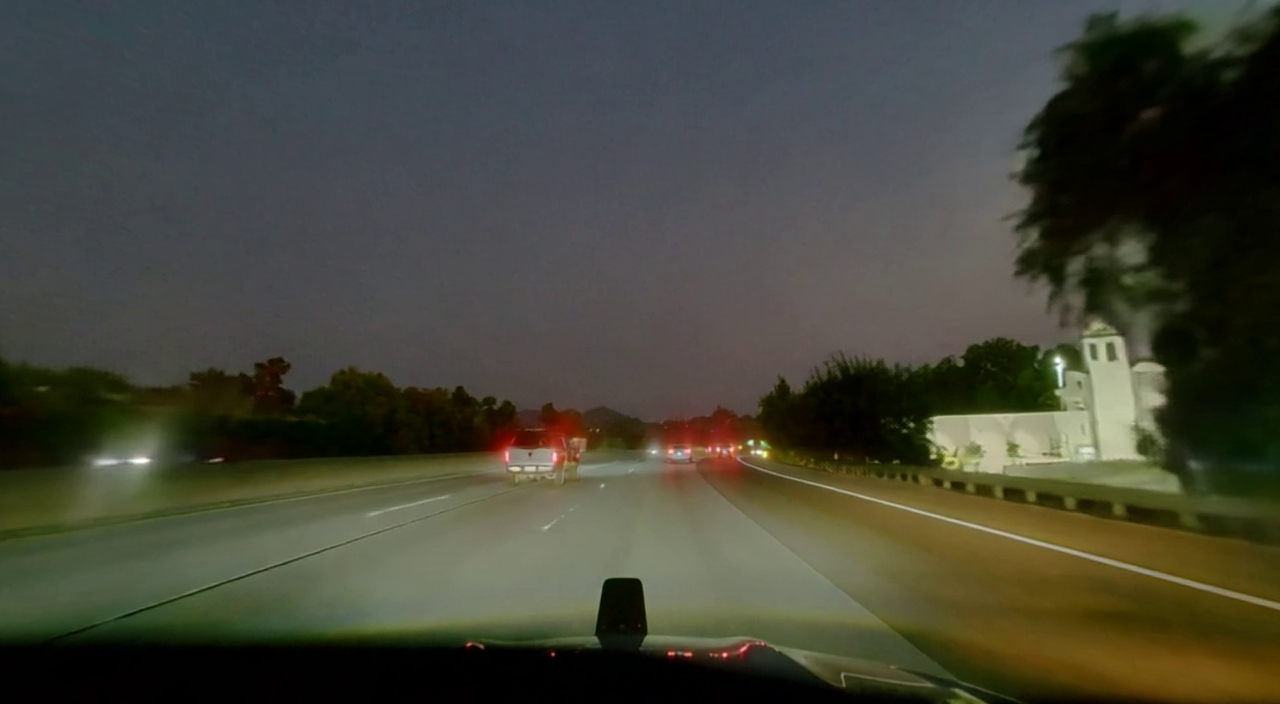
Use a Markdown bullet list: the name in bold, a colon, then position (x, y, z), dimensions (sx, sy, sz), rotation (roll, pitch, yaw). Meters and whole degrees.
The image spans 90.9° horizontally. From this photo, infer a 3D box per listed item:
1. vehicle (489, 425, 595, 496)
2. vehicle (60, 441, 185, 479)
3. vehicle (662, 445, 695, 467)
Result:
- **vehicle**: position (-2.711, 3.186, 18.835), dimensions (2.185, 1.823, 4.854), rotation (0, -9, 3)
- **vehicle**: position (-23.286, 4.862, 28.645), dimensions (1.869, 1.599, 4.246), rotation (-1, -9, 4)
- **vehicle**: position (2.695, 7.151, 43.581), dimensions (2.158, 1.458, 3.656), rotation (-1, -9, 5)
